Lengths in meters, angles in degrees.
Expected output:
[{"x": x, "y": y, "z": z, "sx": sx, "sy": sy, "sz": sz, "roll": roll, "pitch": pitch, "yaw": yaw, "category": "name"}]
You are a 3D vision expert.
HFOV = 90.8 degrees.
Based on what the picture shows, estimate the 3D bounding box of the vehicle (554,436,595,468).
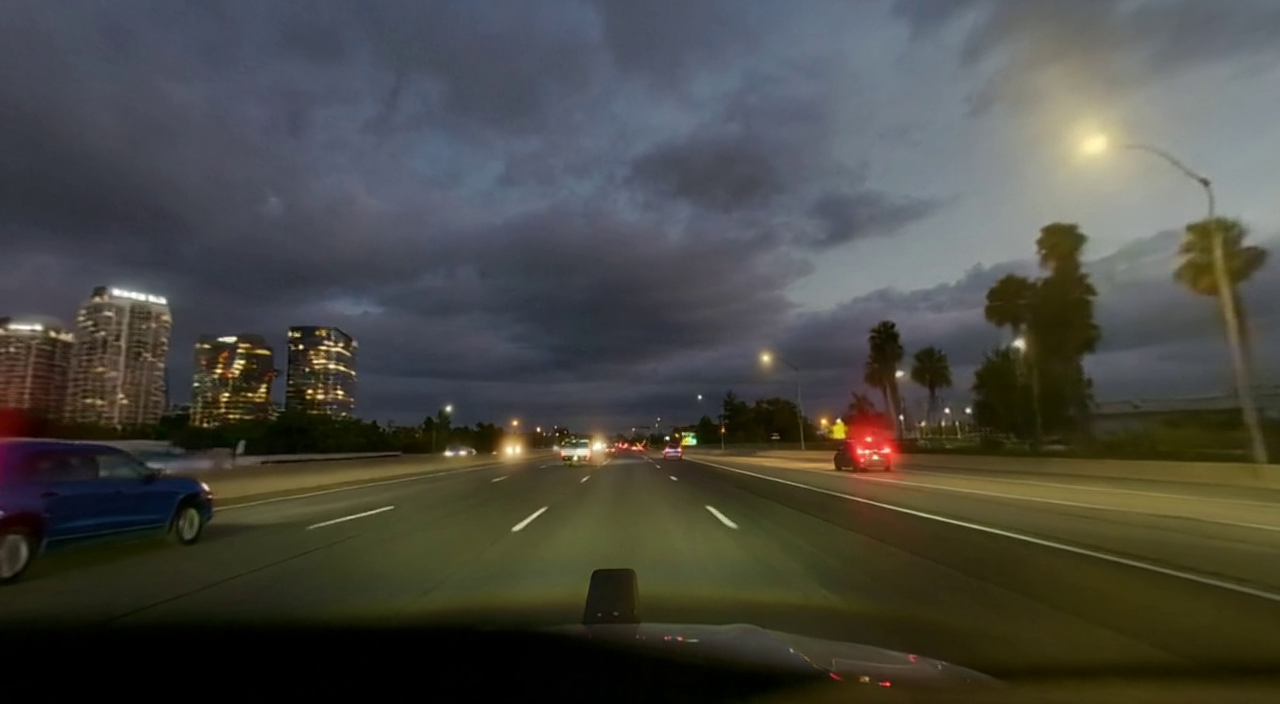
[{"x": -4.319, "y": 6.697, "z": 42.261, "sx": 2.225, "sy": 1.967, "sz": 4.673, "roll": 0, "pitch": -9, "yaw": 0, "category": "vehicle"}]

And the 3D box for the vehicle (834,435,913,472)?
[{"x": 11.971, "y": 5.251, "z": 32.750, "sx": 2.168, "sy": 1.792, "sz": 4.457, "roll": 0, "pitch": -9, "yaw": -3, "category": "vehicle"}]

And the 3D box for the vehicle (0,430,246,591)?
[{"x": -6.944, "y": 1.640, "z": 6.936, "sx": 2.018, "sy": 1.480, "sz": 4.999, "roll": 0, "pitch": -9, "yaw": 0, "category": "vehicle"}]
